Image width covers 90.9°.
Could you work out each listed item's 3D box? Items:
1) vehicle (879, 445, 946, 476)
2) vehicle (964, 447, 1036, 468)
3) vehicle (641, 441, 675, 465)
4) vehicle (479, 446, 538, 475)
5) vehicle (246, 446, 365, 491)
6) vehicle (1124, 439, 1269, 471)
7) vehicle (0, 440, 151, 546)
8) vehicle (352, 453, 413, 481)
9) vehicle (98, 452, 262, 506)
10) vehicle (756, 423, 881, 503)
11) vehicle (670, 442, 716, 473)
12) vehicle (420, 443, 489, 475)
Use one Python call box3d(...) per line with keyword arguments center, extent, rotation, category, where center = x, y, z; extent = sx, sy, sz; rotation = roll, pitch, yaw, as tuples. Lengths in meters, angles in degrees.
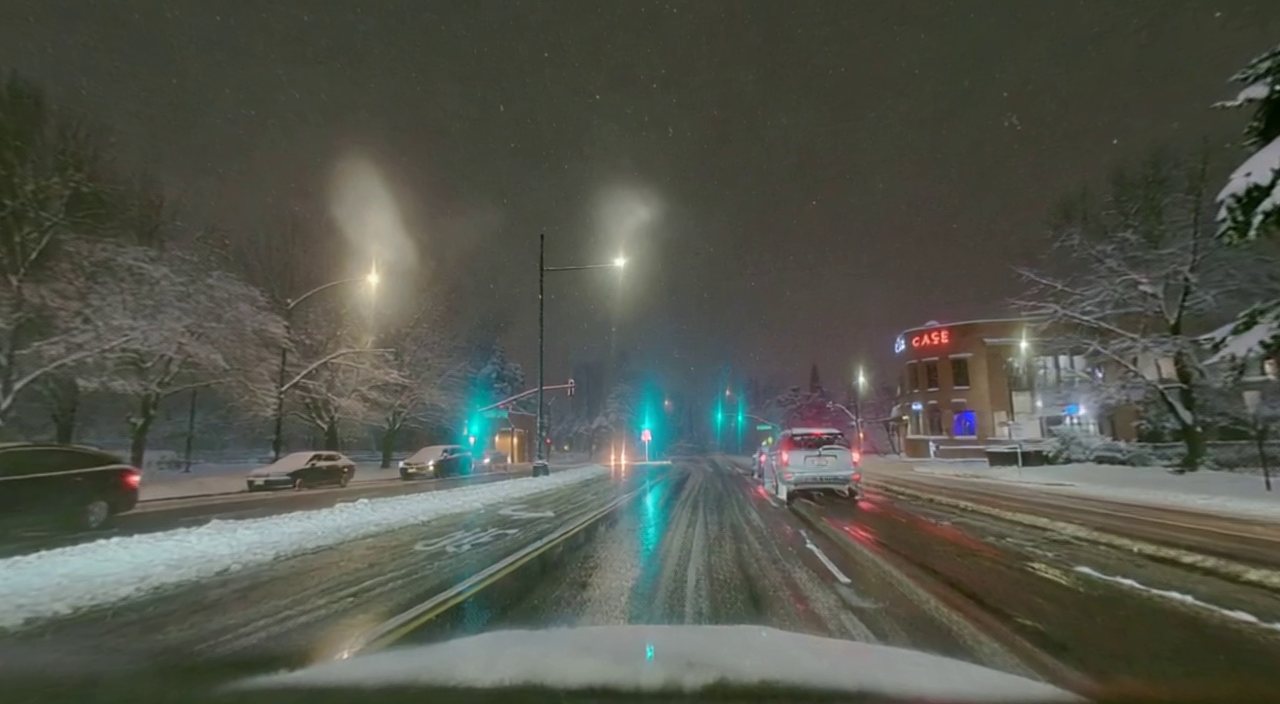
box3d(center=(13.620, 5.401, 31.774), extent=(1.935, 1.435, 4.141), rotation=(-1, -8, 6), category="vehicle")
box3d(center=(27.484, 8.064, 48.290), extent=(4.361, 1.429, 1.843), rotation=(0, -9, 11), category="vehicle")
box3d(center=(1.398, 7.462, 46.632), extent=(2.057, 1.678, 4.639), rotation=(-1, -8, 7), category="vehicle")
box3d(center=(-7.645, 6.317, 37.084), extent=(2.047, 1.572, 4.472), rotation=(-1, -8, 6), category="vehicle")
box3d(center=(-15.587, 5.402, 29.861), extent=(2.200, 1.884, 5.653), rotation=(-1, -8, 4), category="vehicle")
box3d(center=(28.930, 5.420, 33.057), extent=(2.043, 1.496, 5.210), rotation=(2, -10, -21), category="vehicle")
box3d(center=(-11.284, 2.349, 10.637), extent=(2.059, 1.695, 4.595), rotation=(-1, -8, 6), category="vehicle")
box3d(center=(-14.931, 6.660, 36.801), extent=(1.804, 1.437, 4.560), rotation=(0, -8, -2), category="vehicle")
box3d(center=(-15.734, 4.315, 21.940), extent=(1.937, 1.605, 4.531), rotation=(-1, -8, 6), category="vehicle")
box3d(center=(4.492, 2.879, 16.760), extent=(2.282, 1.797, 4.924), rotation=(-1, -8, 5), category="vehicle")
box3d(center=(2.751, 5.335, 32.069), extent=(2.059, 1.477, 3.988), rotation=(-1, -8, 8), category="vehicle")
box3d(center=(-11.788, 6.811, 40.524), extent=(2.337, 1.895, 5.872), rotation=(-1, -8, 3), category="vehicle")
